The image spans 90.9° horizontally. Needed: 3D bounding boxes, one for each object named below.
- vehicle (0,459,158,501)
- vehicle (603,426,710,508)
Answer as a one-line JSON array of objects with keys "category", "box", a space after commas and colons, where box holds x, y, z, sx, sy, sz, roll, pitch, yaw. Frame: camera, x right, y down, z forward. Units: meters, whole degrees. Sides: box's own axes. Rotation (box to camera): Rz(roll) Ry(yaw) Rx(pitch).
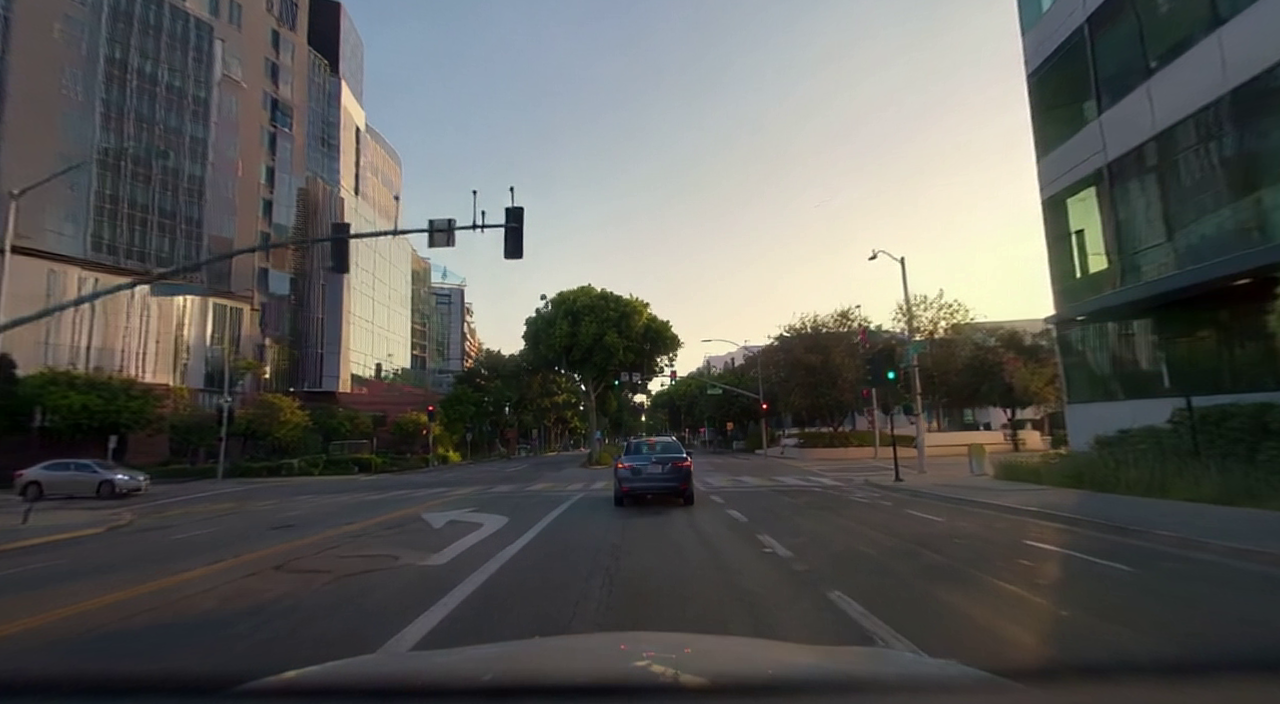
[{"category": "vehicle", "box": [-21.403, 4.840, 24.028, 4.494, 1.475, 1.893, -1, -8, 3]}, {"category": "vehicle", "box": [0.331, 2.653, 14.968, 2.184, 1.640, 4.086, 0, -8, 0]}]
